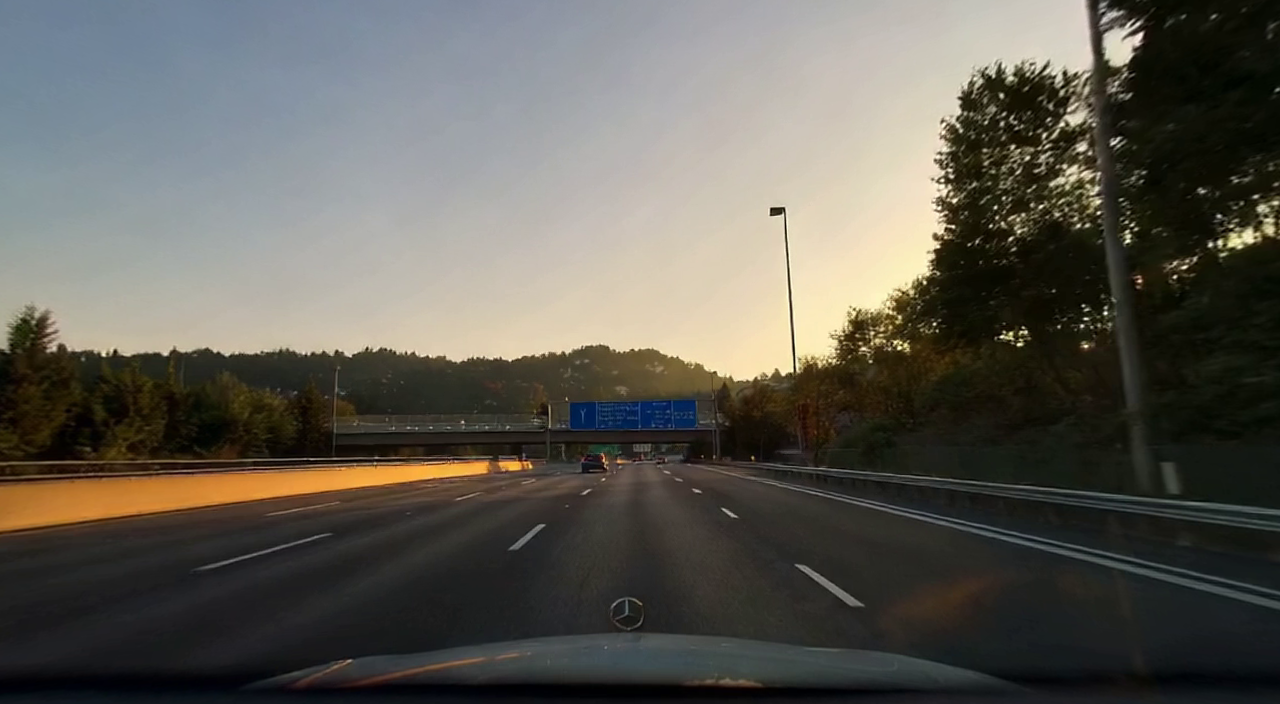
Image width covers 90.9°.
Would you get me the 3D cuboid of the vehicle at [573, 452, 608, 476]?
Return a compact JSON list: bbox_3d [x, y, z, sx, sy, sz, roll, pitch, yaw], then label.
[{"bbox_3d":[-3.320,7.612,42.888,2.041,1.512,3.996,0,-9,1],"label":"vehicle"}]
